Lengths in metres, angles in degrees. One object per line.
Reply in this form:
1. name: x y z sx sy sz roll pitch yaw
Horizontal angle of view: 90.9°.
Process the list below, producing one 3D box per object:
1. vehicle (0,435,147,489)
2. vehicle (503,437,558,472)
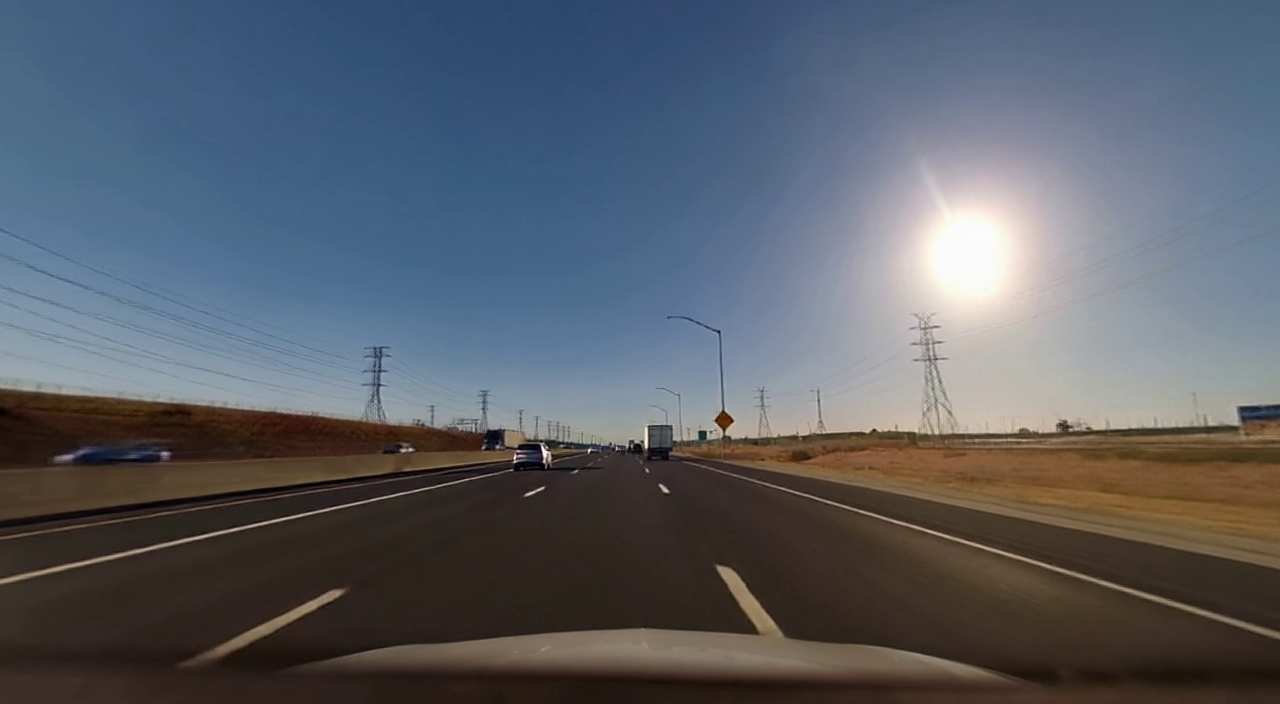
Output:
1. vehicle: -20.318 3.800 22.200 2.079 1.662 4.800 0 -8 -1
2. vehicle: -5.486 5.207 32.169 2.064 1.642 4.389 0 -8 0
